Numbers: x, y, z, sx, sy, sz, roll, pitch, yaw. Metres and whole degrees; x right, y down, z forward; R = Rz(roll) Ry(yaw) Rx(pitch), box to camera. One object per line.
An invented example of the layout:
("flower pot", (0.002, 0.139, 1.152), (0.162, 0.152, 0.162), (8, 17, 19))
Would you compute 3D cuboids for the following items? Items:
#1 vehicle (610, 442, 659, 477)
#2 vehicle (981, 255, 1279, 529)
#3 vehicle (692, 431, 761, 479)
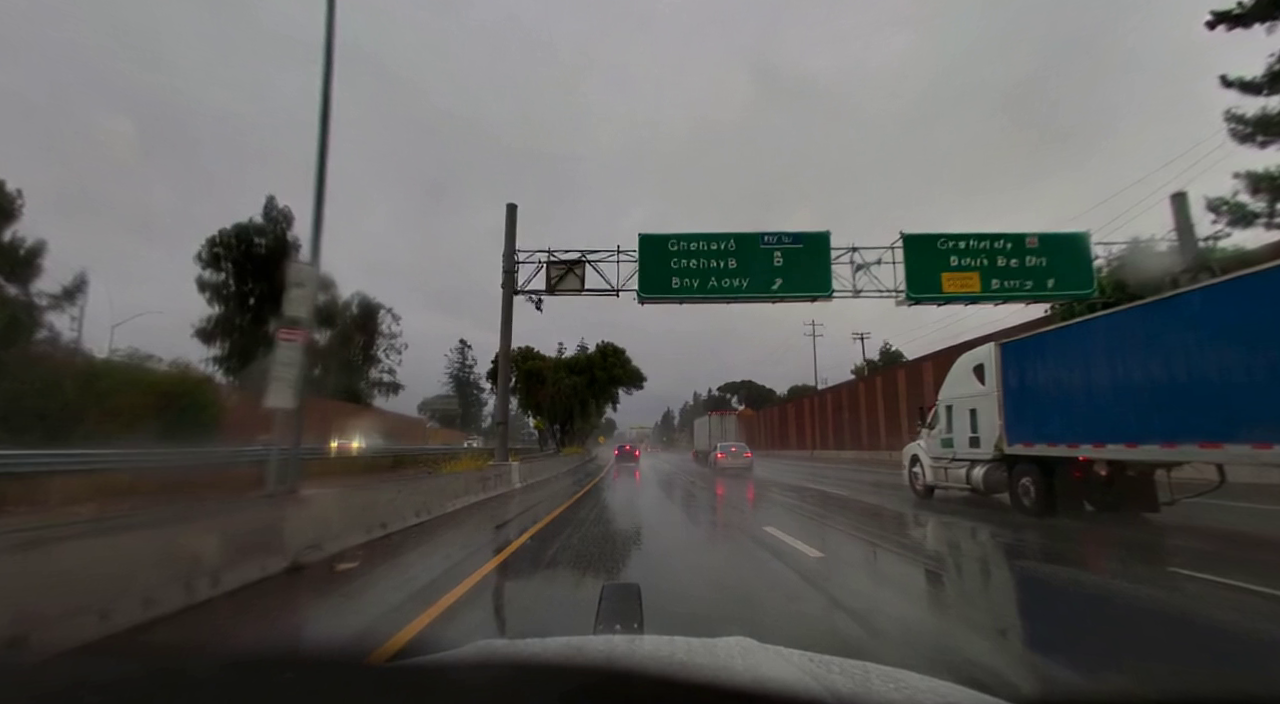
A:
("vehicle", (-0.274, 4.868, 28.883), (2.083, 1.477, 3.965), (0, -9, -1))
("vehicle", (11.229, 0.660, 10.012), (2.914, 4.134, 15.553), (0, -9, 0))
("vehicle", (3.569, 4.395, 27.073), (2.114, 1.849, 4.692), (0, -9, -2))
